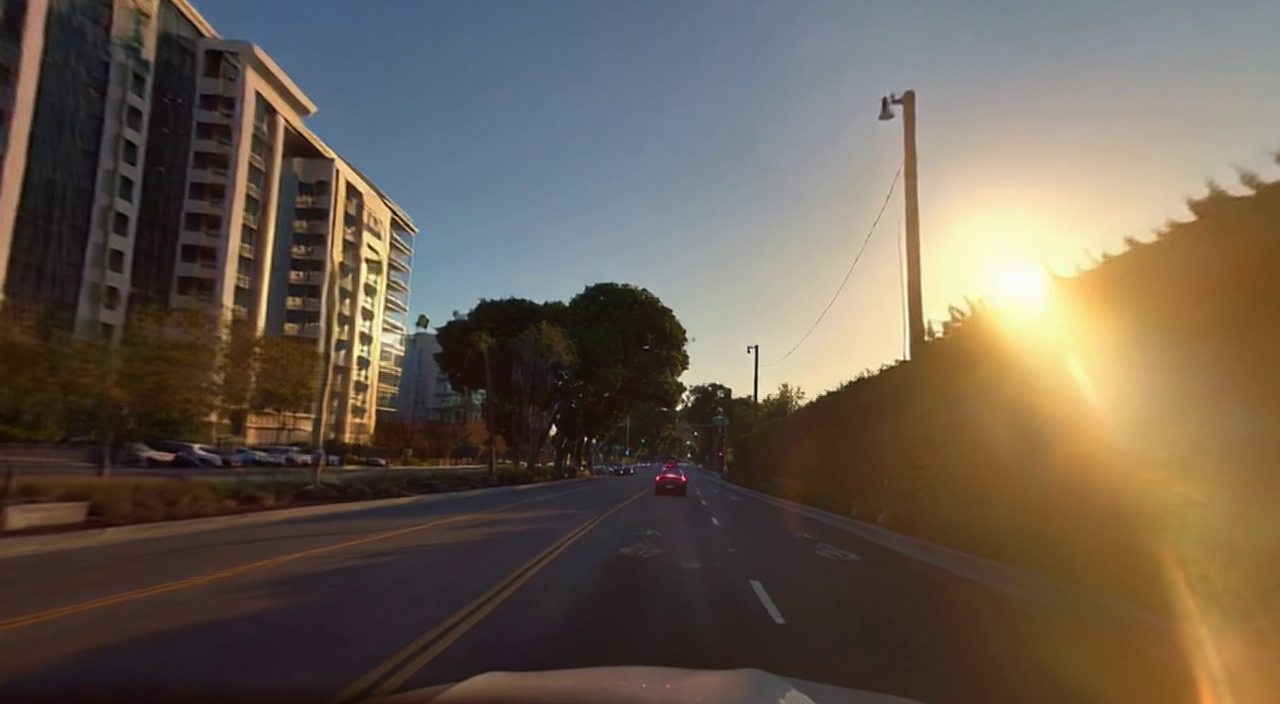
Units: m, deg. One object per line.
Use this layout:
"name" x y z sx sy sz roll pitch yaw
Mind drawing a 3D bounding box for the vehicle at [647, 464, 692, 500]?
"vehicle" 1.536 6.473 31.387 2.067 1.629 3.858 0 -11 4
